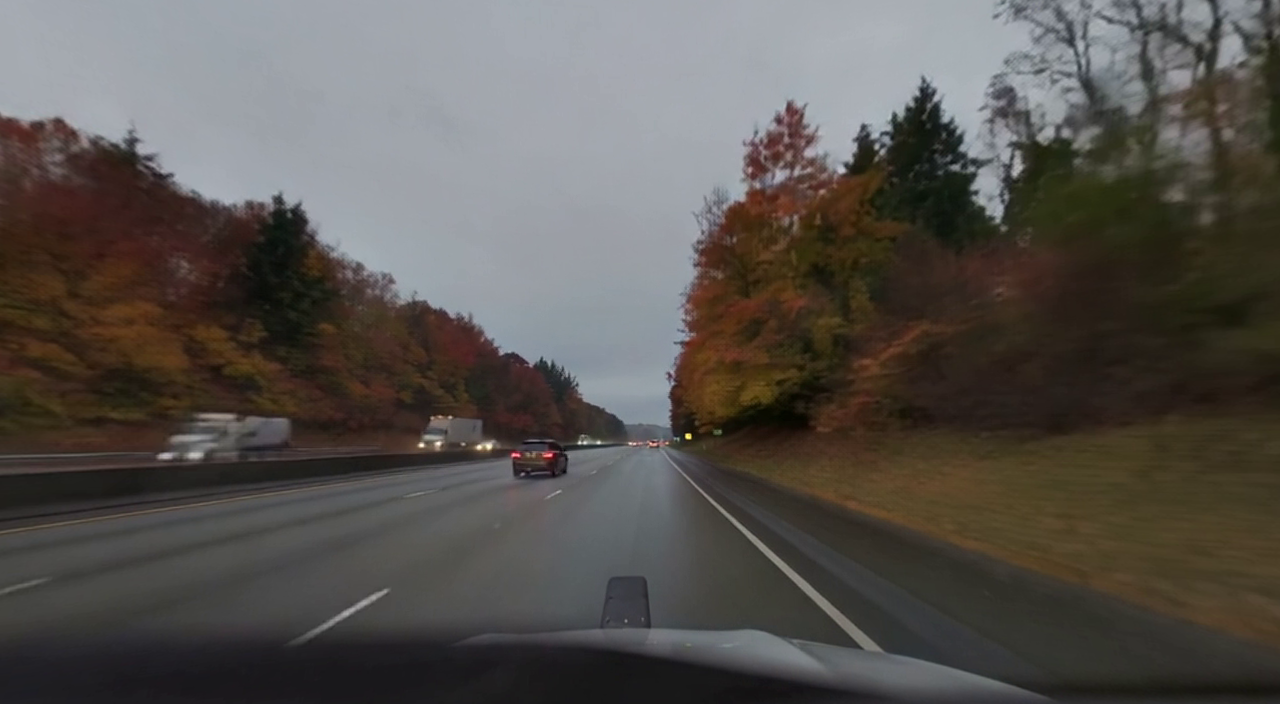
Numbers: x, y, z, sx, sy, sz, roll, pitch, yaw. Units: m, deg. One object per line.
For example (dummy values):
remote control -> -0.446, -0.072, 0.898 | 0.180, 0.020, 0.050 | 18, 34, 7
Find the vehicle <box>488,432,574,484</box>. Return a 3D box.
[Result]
vehicle -> -3.757, 3.750, 22.536 | 2.123, 1.643, 4.479 | 0, -8, 2

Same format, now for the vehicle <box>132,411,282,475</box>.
vehicle -> -22.573, 4.820, 33.426 | 2.594, 2.987, 7.320 | 0, -8, 1
